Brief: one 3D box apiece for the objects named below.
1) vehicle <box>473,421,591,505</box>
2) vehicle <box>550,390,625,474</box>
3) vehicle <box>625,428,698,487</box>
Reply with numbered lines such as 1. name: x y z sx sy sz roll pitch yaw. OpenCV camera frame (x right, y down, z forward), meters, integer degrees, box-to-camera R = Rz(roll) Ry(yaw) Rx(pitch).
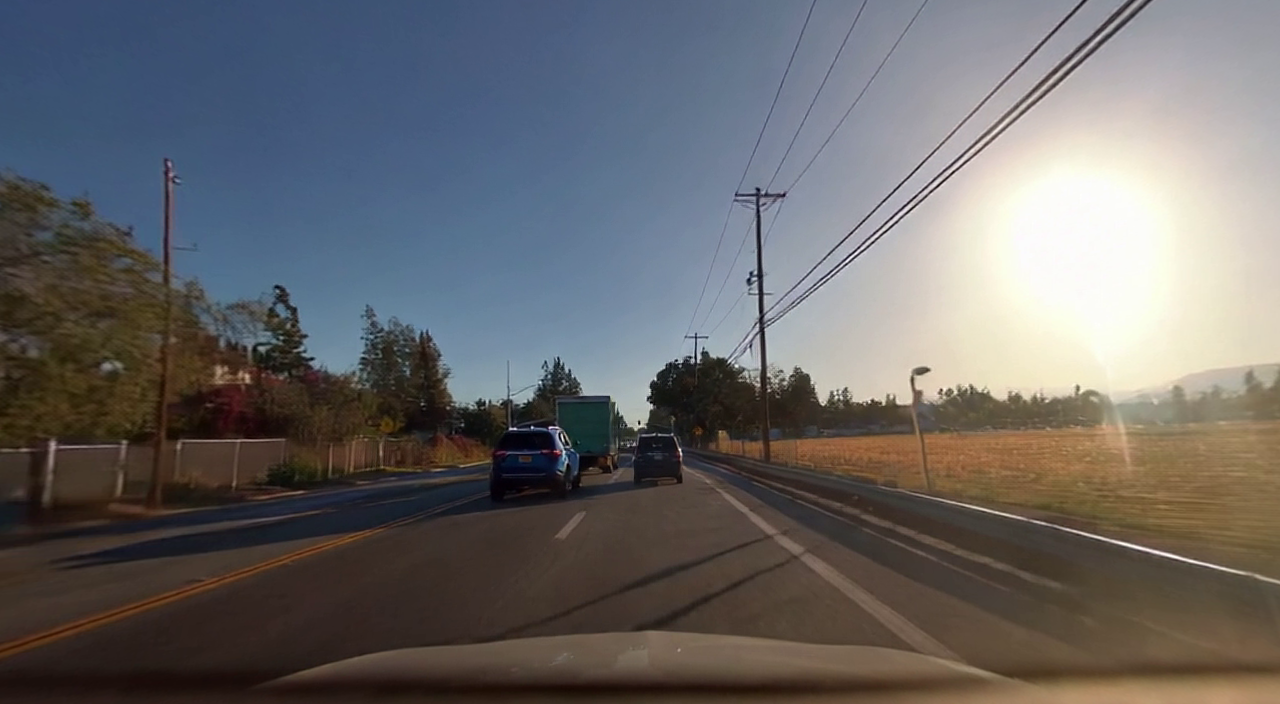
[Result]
1. vehicle: -2.566 2.803 16.254 2.093 1.832 4.508 0 -9 2
2. vehicle: -2.405 4.299 32.942 2.928 3.658 10.953 0 -9 0
3. vehicle: 0.674 3.445 20.852 2.174 1.749 4.113 0 -9 1
